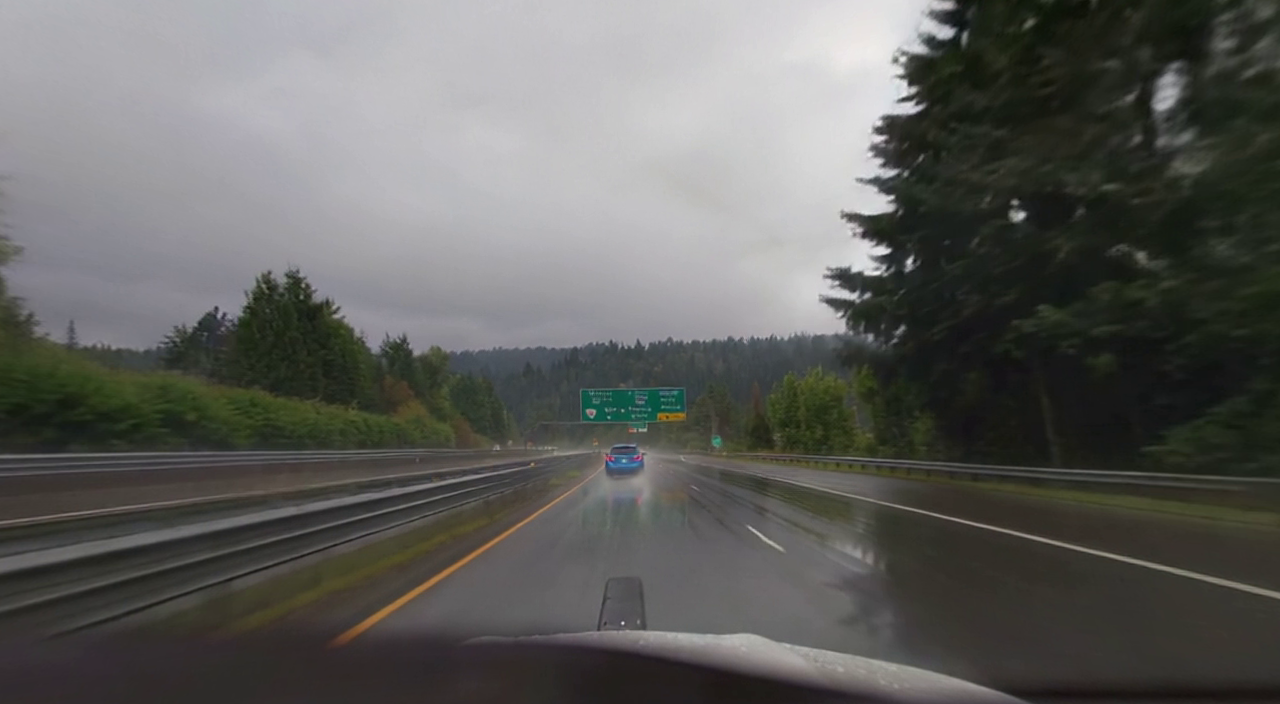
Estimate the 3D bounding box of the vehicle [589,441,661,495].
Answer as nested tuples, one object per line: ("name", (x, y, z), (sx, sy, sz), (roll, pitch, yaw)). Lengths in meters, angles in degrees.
("vehicle", (-0.450, 3.658, 20.256), (2.069, 1.523, 4.012), (0, -9, -1))
